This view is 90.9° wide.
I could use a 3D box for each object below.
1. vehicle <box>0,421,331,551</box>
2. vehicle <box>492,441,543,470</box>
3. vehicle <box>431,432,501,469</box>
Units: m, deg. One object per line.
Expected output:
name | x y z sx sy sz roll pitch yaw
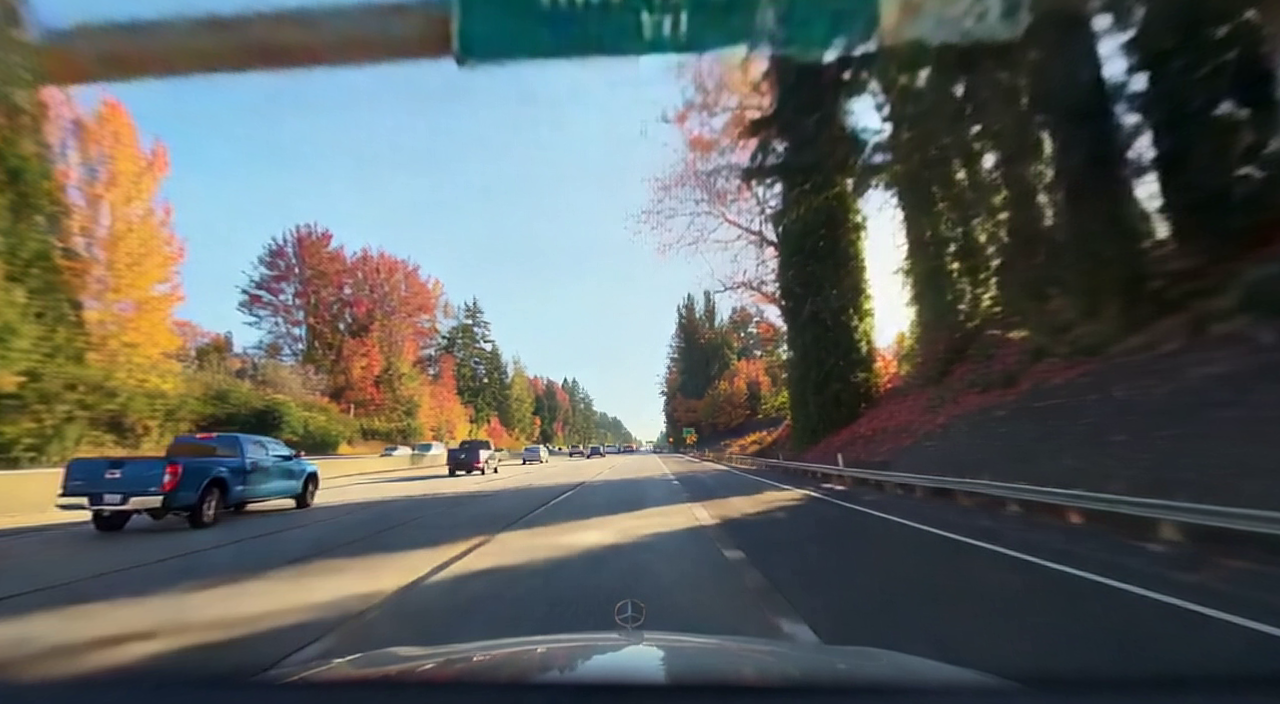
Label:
vehicle | -7.160 1.984 10.101 1.965 1.567 4.686 0 -8 1
vehicle | -6.717 5.720 34.988 1.919 1.499 4.234 0 -8 1
vehicle | -10.293 5.891 37.906 2.347 1.984 5.778 0 -8 2
